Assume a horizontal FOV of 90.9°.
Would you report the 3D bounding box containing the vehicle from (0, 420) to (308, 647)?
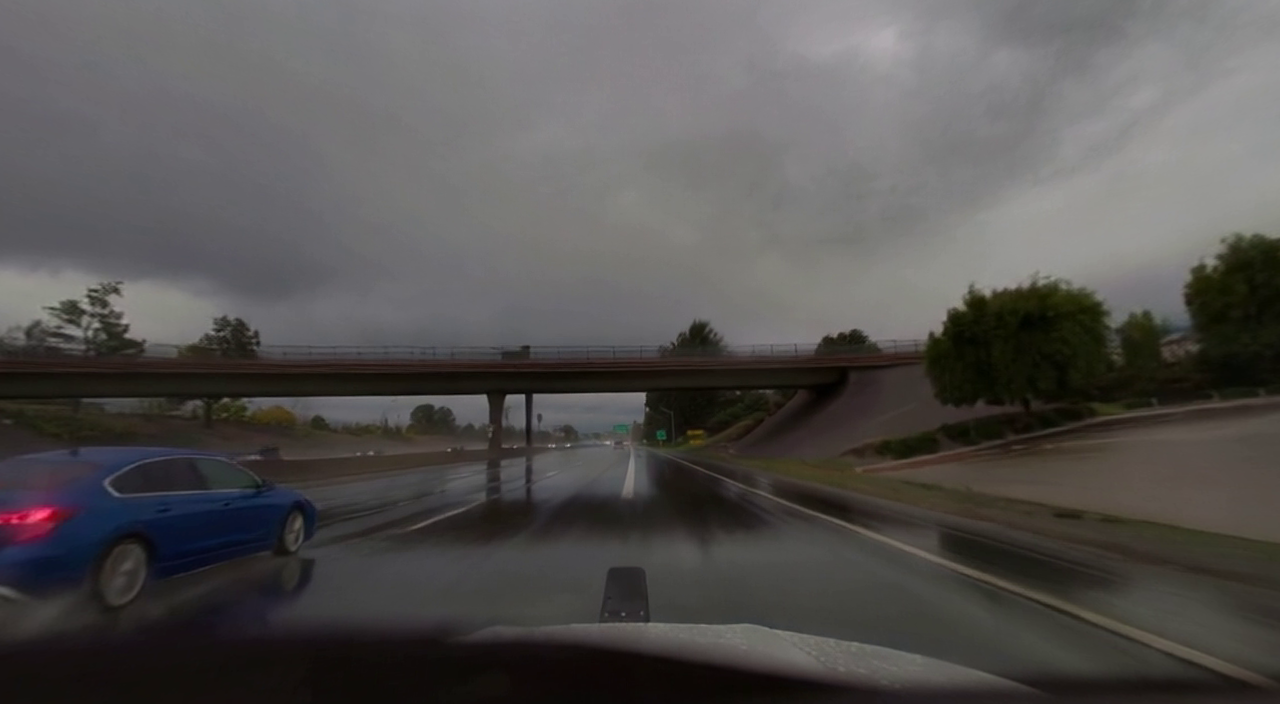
[{"bbox_3d":[-5.482,1.500,6.065,2.105,1.551,4.602,0,-8,-1],"label":"vehicle"}]
